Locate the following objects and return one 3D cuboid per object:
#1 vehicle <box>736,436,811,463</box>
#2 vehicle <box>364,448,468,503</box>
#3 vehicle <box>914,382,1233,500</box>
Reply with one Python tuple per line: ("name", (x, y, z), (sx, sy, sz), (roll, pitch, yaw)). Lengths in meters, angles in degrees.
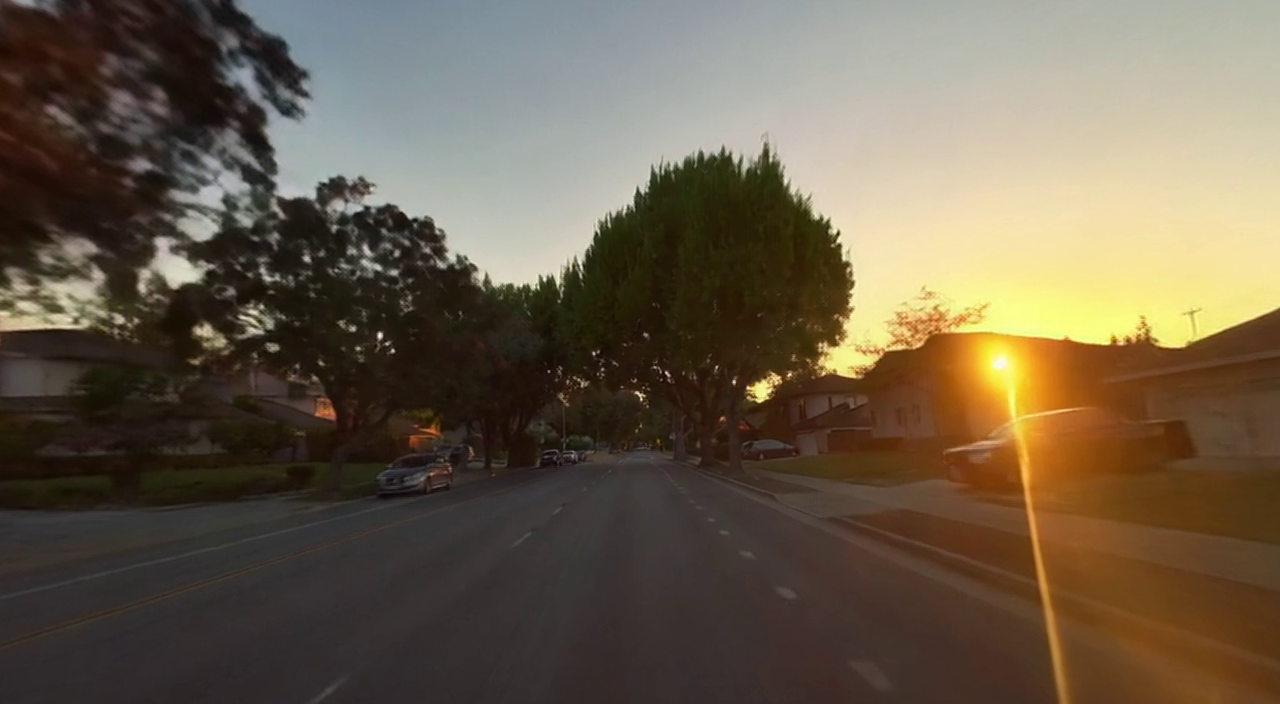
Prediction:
("vehicle", (8.925, 6.565, 42.545), (4.535, 1.697, 1.968), (0, -9, -1))
("vehicle", (-7.581, 4.216, 21.901), (1.973, 1.500, 4.781), (-5, -9, -2))
("vehicle", (9.035, 1.910, 13.580), (5.221, 1.958, 1.992), (-4, -9, 0))
